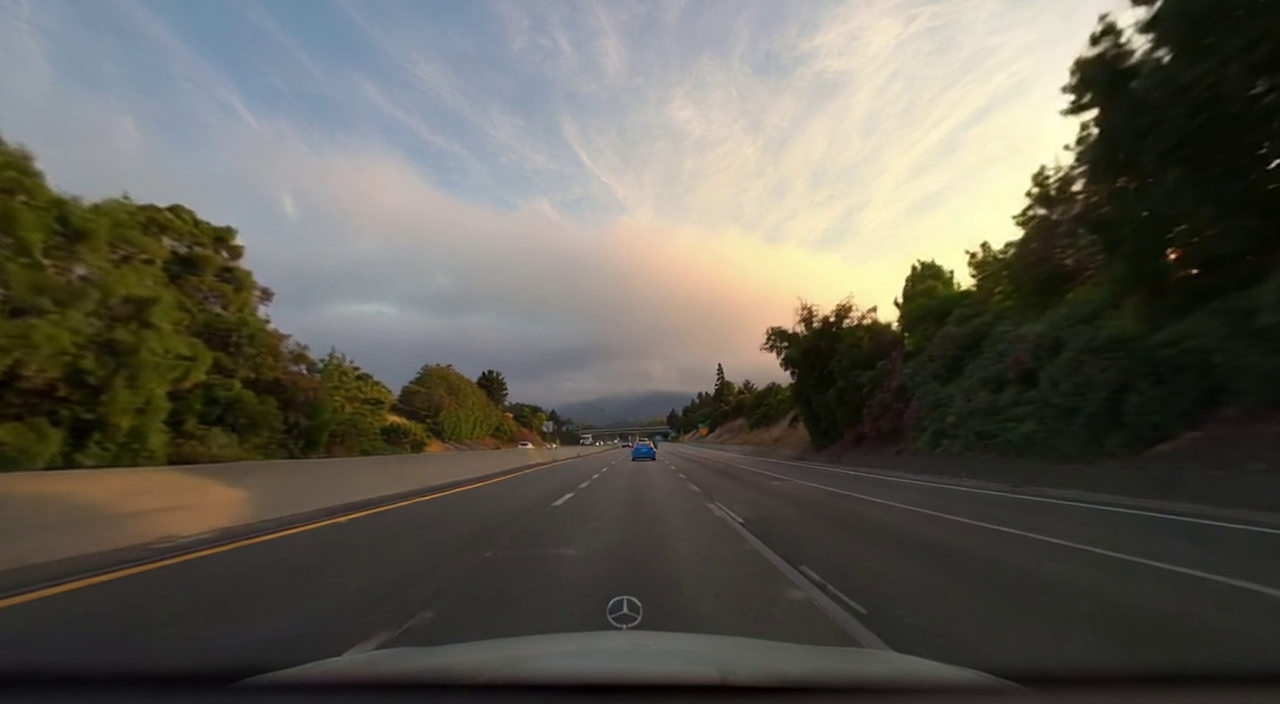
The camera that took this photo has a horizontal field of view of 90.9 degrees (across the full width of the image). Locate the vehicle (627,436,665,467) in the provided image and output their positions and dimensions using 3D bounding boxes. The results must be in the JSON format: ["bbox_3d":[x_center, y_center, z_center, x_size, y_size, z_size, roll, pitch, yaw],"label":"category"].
[{"bbox_3d":[0.347,6.313,40.187,2.247,1.825,4.036,-1,-9,0],"label":"vehicle"}]
